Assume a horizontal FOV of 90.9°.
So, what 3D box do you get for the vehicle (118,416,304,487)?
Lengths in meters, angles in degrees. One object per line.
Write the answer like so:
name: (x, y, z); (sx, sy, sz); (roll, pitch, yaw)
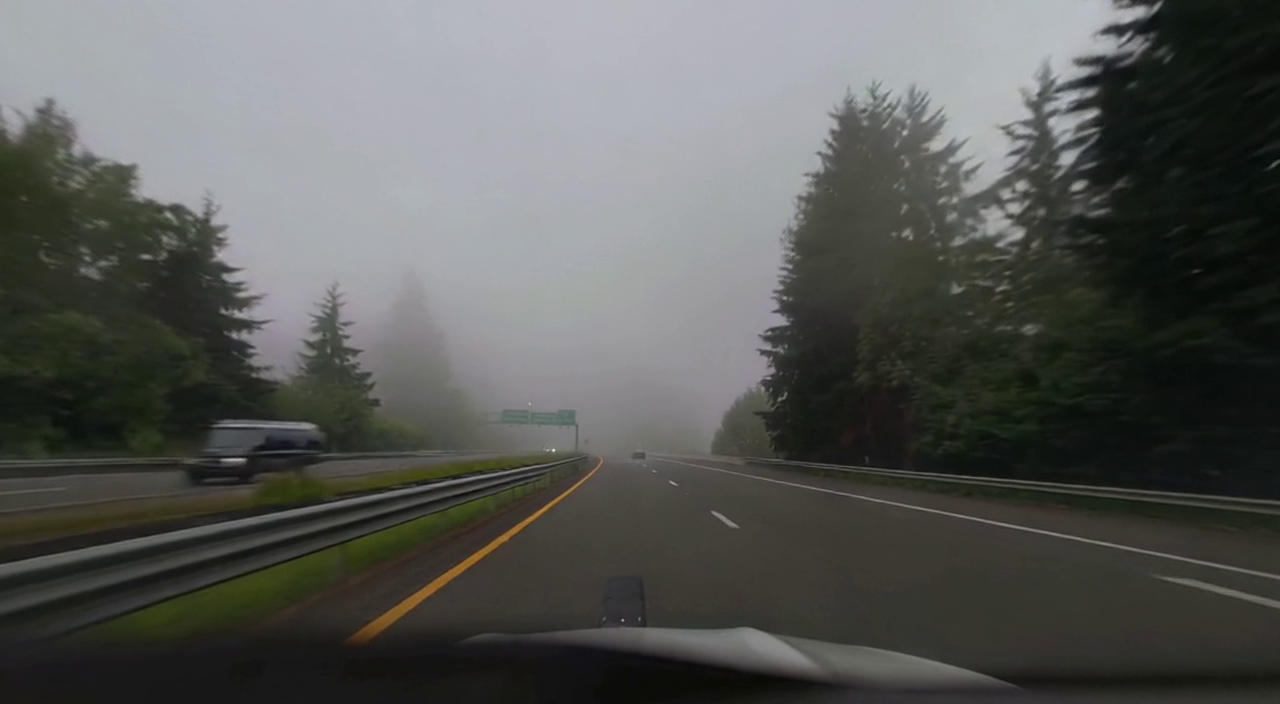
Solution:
vehicle: (-12.962, 3.101, 19.649); (2.134, 1.893, 5.320); (0, -9, -1)
